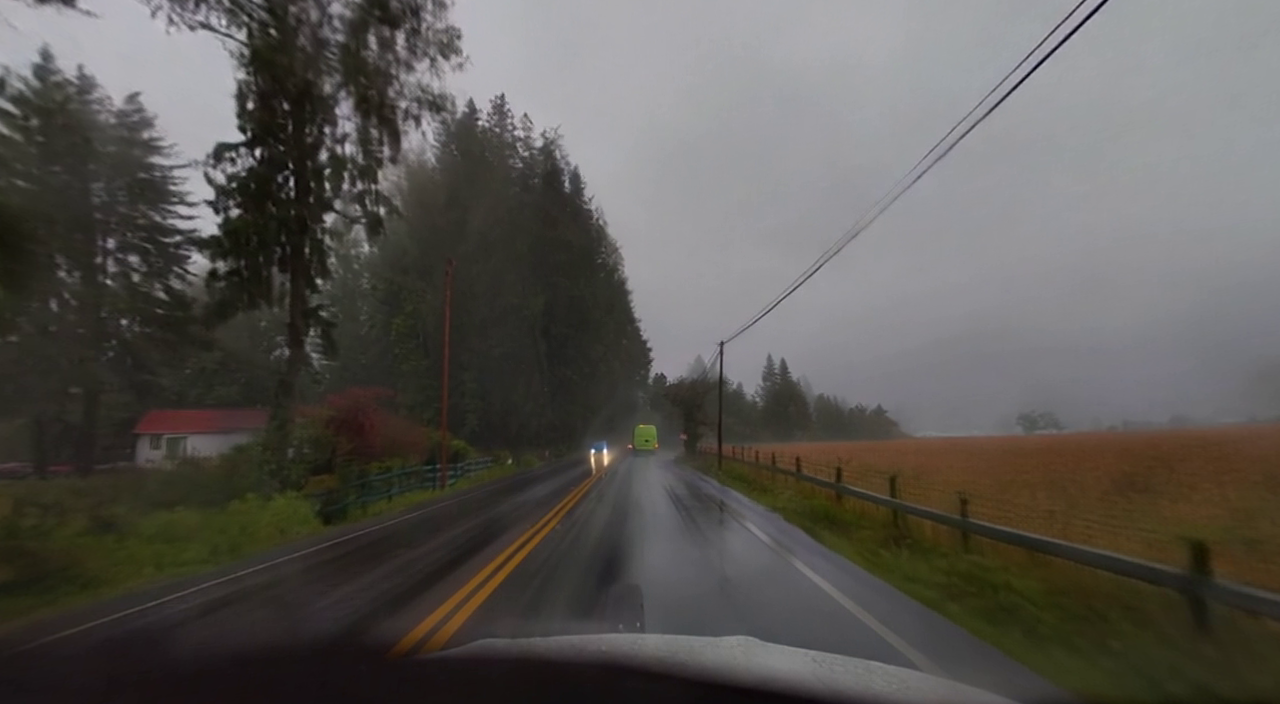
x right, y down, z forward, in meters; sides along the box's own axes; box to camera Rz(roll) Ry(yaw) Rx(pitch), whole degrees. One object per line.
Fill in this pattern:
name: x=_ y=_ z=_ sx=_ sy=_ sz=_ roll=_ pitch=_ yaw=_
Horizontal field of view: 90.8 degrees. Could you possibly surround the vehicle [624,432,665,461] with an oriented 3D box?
vehicle: x=0.186 y=6.592 z=44.121 sx=2.649 sy=1.870 sz=5.885 roll=0 pitch=-8 yaw=-2
